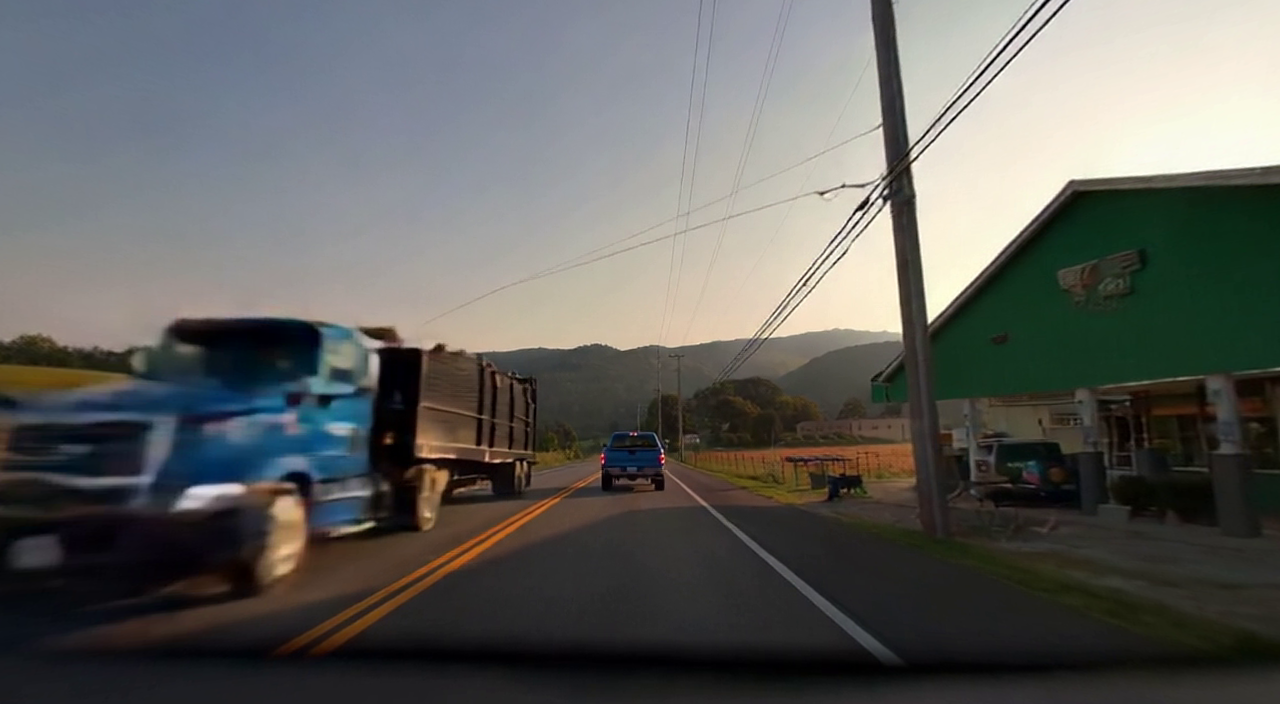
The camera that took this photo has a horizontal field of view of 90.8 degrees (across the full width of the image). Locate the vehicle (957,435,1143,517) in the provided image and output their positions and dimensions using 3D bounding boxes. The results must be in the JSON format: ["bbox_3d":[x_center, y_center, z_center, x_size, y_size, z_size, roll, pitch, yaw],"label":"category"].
[{"bbox_3d":[10.645,3.074,16.248,5.304,1.754,2.340,7,-11,-39],"label":"vehicle"}]

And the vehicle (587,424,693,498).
[{"bbox_3d":[-0.032,3.584,21.257,2.921,2.031,7.416,0,-9,-1],"label":"vehicle"}]

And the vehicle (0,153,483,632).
[{"bbox_3d":[-4.803,0.821,9.147,3.063,3.986,7.883,0,-9,-1],"label":"vehicle"}]
